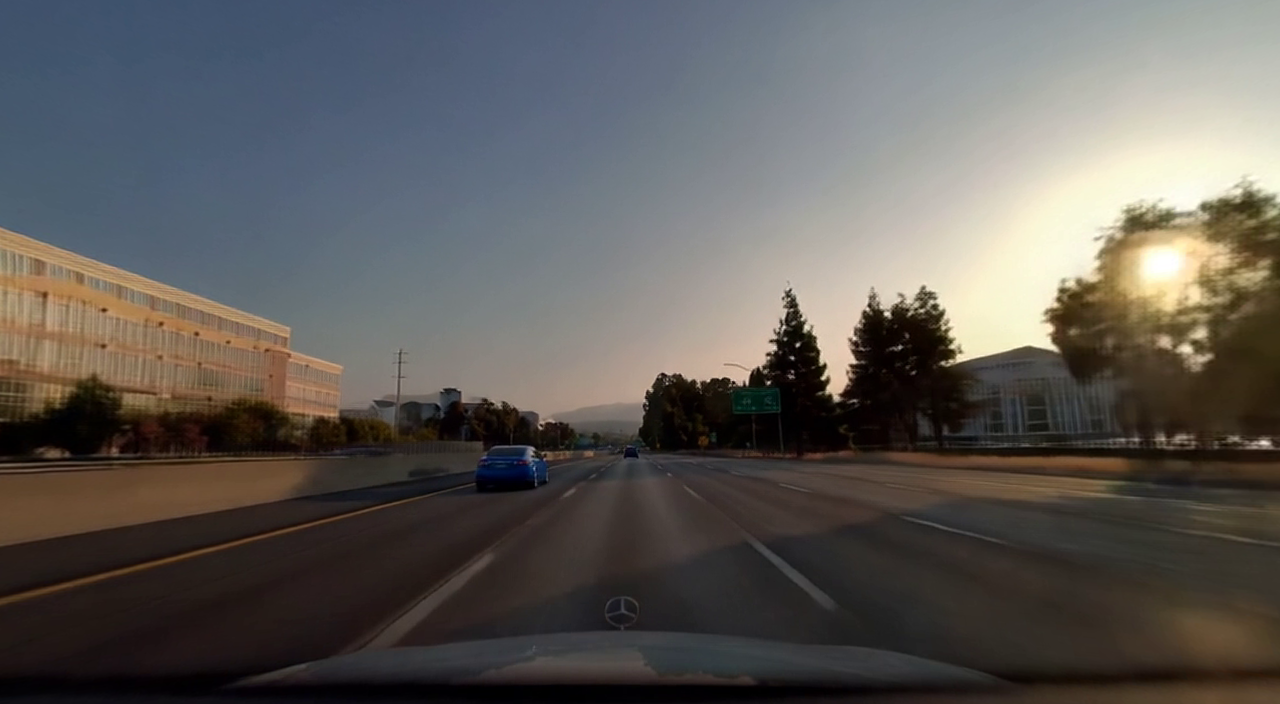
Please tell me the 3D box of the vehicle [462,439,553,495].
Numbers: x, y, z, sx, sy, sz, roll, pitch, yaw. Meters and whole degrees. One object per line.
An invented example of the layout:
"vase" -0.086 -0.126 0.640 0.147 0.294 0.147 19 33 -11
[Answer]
"vehicle" -3.959 3.511 19.700 1.900 1.492 4.495 0 -9 0
